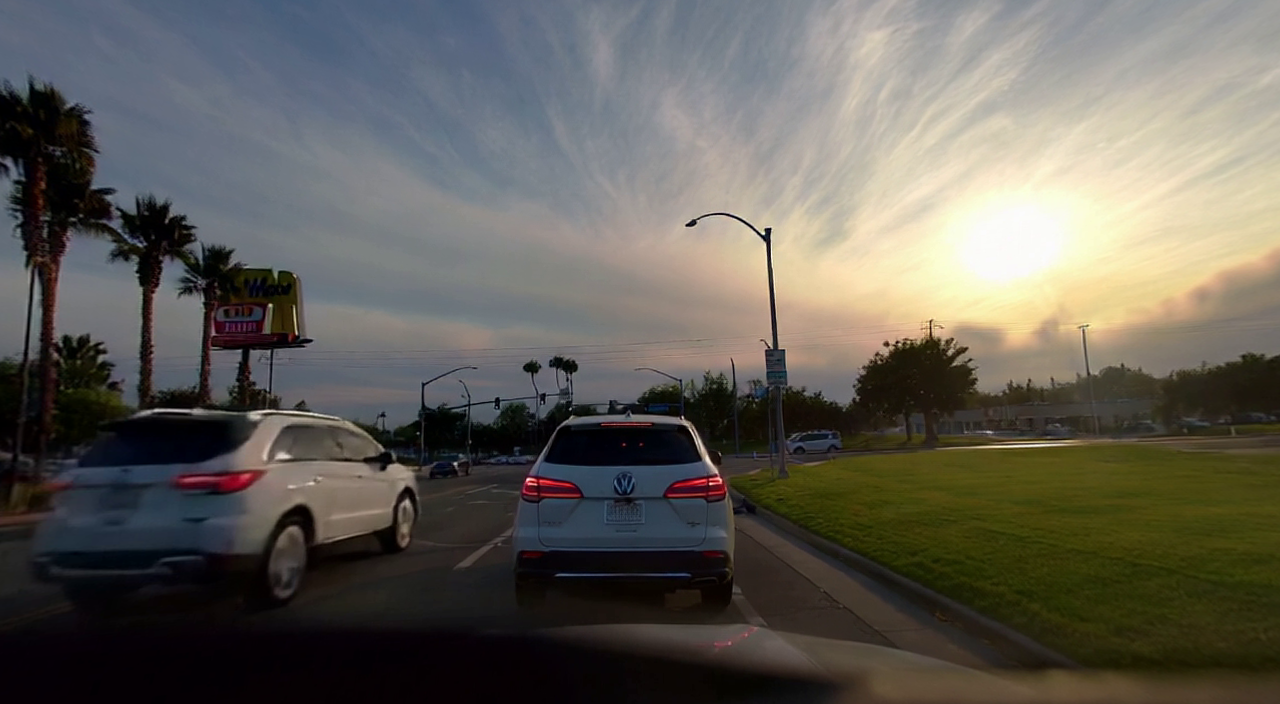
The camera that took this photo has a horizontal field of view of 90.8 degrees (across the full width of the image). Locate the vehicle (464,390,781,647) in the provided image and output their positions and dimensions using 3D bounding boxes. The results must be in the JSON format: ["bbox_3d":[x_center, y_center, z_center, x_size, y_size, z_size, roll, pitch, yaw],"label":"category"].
[{"bbox_3d":[-0.140,1.420,6.325,2.137,1.728,3.926,0,-9,-1],"label":"vehicle"}]

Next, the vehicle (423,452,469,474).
[{"bbox_3d":[-15.130,8.638,49.498,2.069,1.617,4.613,0,-9,0],"label":"vehicle"}]

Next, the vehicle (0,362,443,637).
[{"bbox_3d":[-4.205,1.428,7.136,2.344,1.980,5.009,0,-9,0],"label":"vehicle"}]
